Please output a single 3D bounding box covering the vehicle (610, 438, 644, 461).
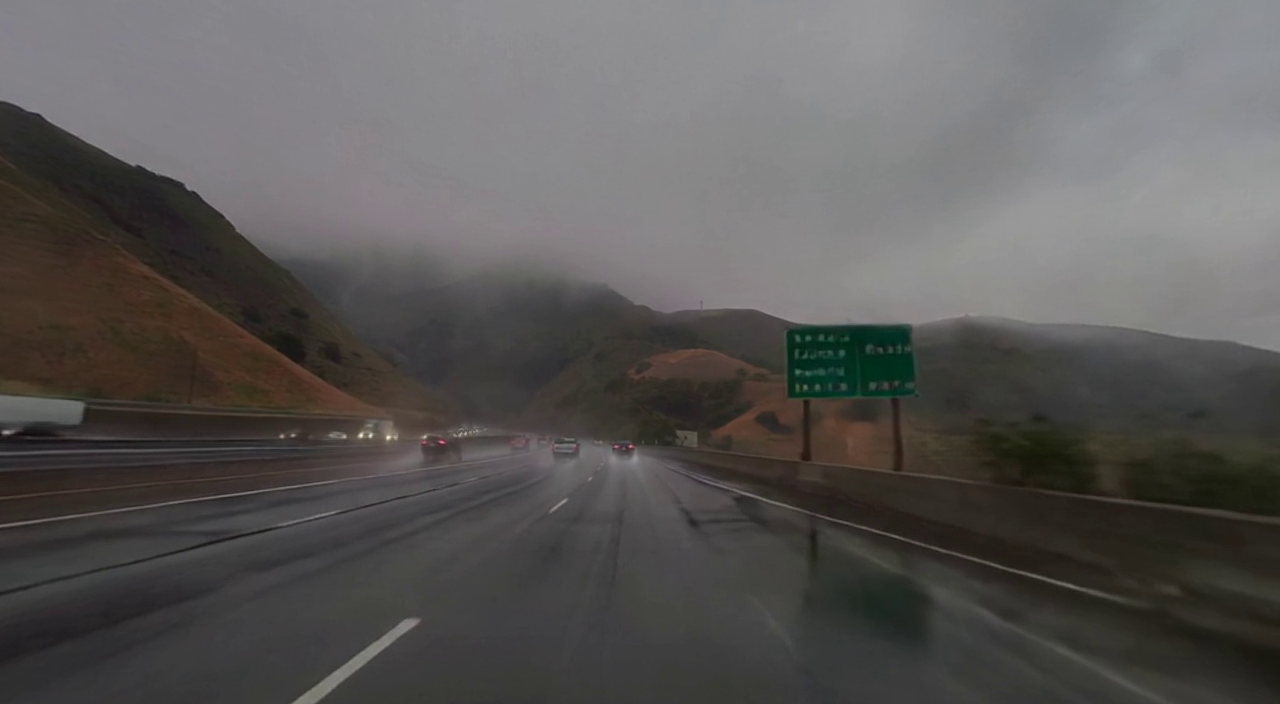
[{"bbox_3d":[-0.991,7.282,47.082,2.421,1.594,4.248,0,-9,-2],"label":"vehicle"}]

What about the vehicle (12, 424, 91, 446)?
[{"bbox_3d":[-42.983,6.139,46.139,1.757,1.493,4.188,0,-9,-1],"label":"vehicle"}]

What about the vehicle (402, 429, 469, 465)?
[{"bbox_3d":[-11.781,5.524,36.676,2.219,1.923,4.985,0,-8,0],"label":"vehicle"}]

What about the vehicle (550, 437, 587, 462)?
[{"bbox_3d":[-4.762,6.589,42.600,2.060,1.631,4.214,0,-9,-1],"label":"vehicle"}]
